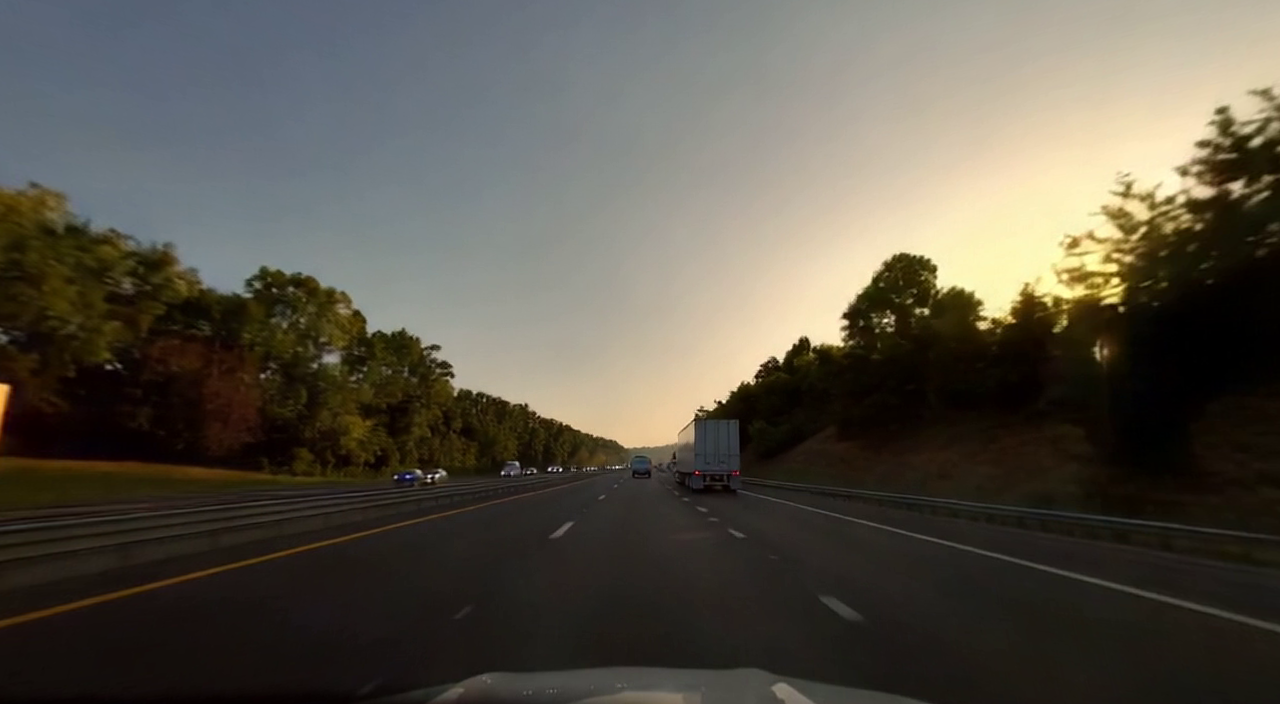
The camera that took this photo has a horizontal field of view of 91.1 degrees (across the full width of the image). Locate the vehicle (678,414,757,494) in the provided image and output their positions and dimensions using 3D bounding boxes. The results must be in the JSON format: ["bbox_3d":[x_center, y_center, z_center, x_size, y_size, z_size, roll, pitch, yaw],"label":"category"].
[{"bbox_3d":[4.388,6.441,38.947,3.139,3.999,13.840,1,-10,0],"label":"vehicle"}]
